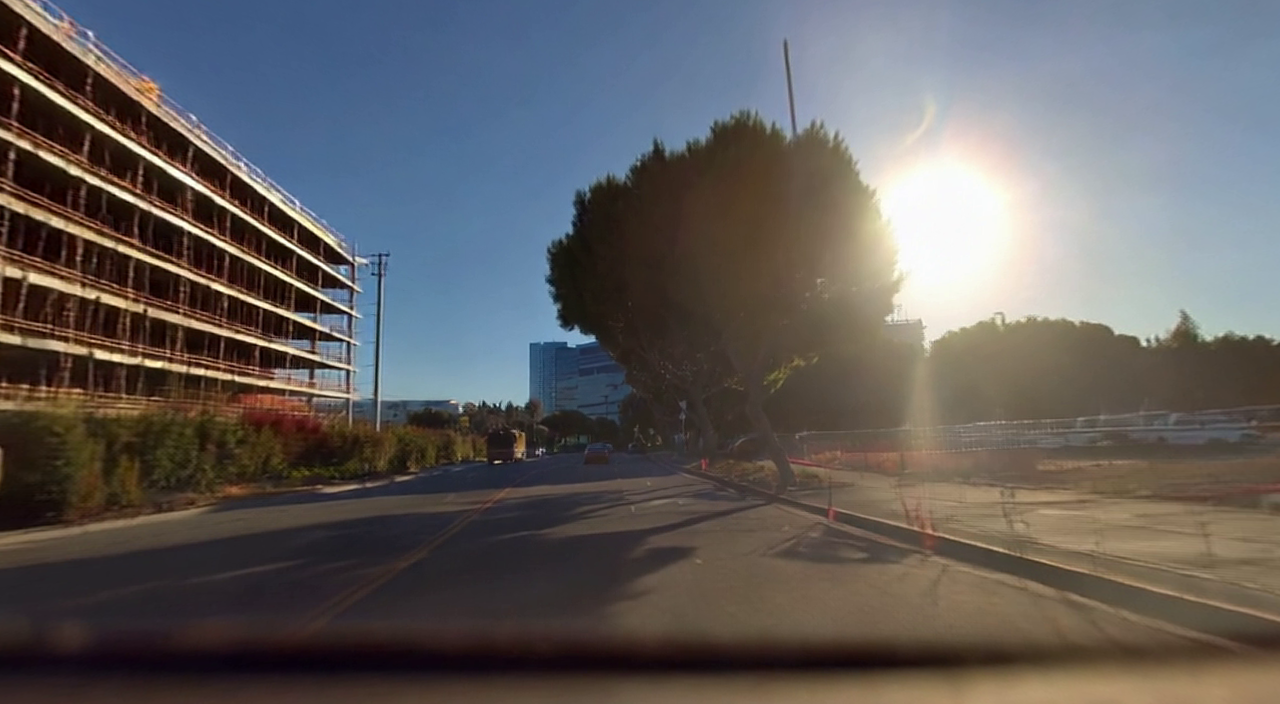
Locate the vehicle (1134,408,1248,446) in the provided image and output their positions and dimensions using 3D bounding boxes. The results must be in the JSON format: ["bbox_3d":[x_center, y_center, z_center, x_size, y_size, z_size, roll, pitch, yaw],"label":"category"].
[{"bbox_3d":[29.815,4.141,34.372,1.923,1.823,4.343,-1,-9,-6],"label":"vehicle"}]

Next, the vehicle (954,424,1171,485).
[{"bbox_3d":[11.014,2.708,16.682,4.392,1.478,1.932,1,-9,-4],"label":"vehicle"}]

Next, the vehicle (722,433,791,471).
[{"bbox_3d":[6.285,5.487,34.936,2.267,1.911,5.816,1,-8,-4],"label":"vehicle"}]

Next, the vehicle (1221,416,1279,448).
[{"bbox_3d":[32.683,4.094,32.469,1.827,1.478,3.773,0,-5,-7],"label":"vehicle"}]
